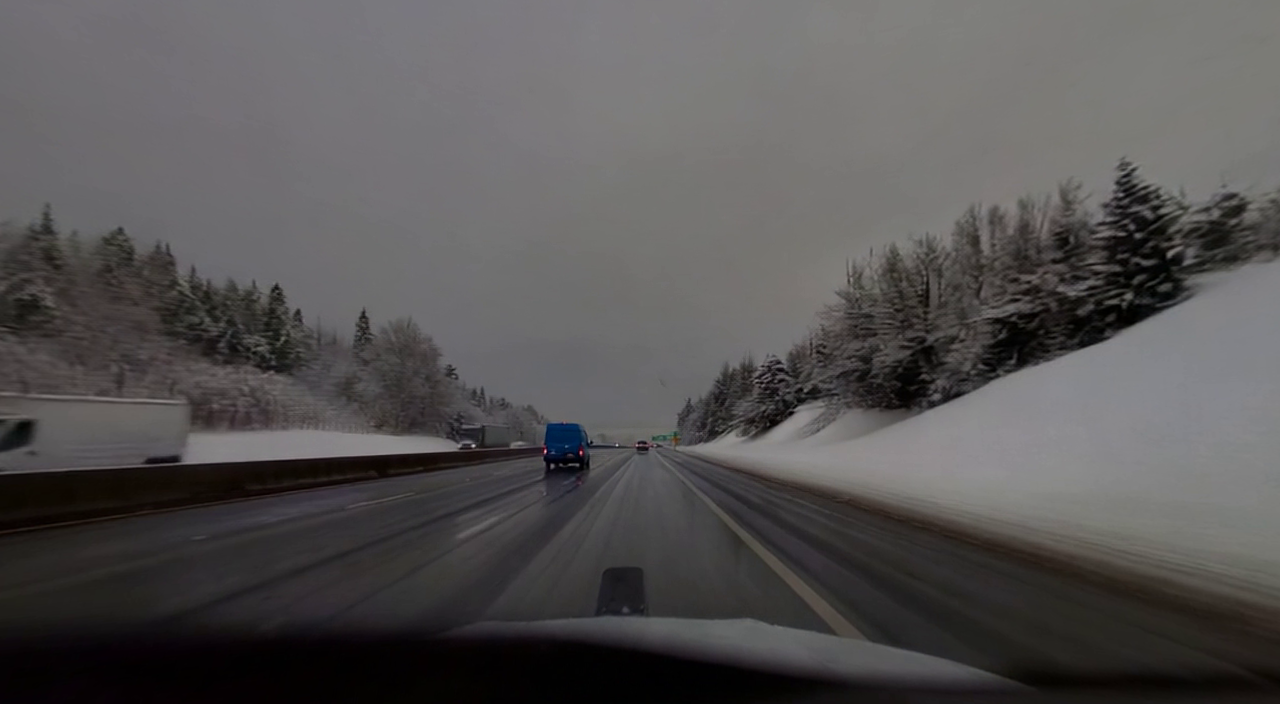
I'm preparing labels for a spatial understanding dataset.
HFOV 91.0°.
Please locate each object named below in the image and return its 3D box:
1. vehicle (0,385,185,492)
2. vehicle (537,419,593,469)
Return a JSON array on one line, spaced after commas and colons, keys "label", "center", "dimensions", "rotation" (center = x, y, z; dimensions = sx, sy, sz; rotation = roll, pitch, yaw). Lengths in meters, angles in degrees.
[{"label": "vehicle", "center": [-23.627, 3.558, 25.674], "dimensions": [2.972, 3.686, 9.345], "rotation": [0, -8, 1]}, {"label": "vehicle", "center": [-3.952, 4.981, 34.012], "dimensions": [2.329, 2.483, 5.428], "rotation": [0, -8, 0]}]
